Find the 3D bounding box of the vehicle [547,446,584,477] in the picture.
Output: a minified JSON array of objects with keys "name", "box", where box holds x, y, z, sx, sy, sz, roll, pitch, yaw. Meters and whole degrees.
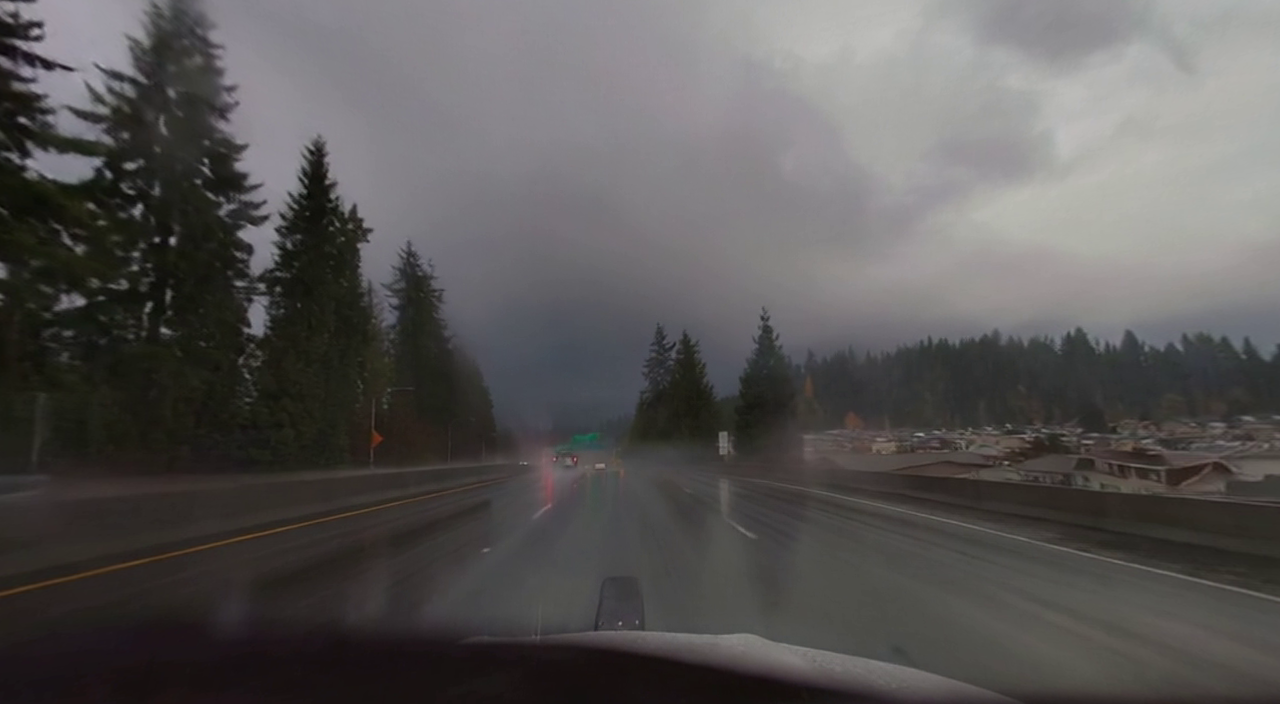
[{"name":"vehicle","box":[-5.553,8.211,47.706,2.323,2.252,4.808,0,-9,-2]}]
